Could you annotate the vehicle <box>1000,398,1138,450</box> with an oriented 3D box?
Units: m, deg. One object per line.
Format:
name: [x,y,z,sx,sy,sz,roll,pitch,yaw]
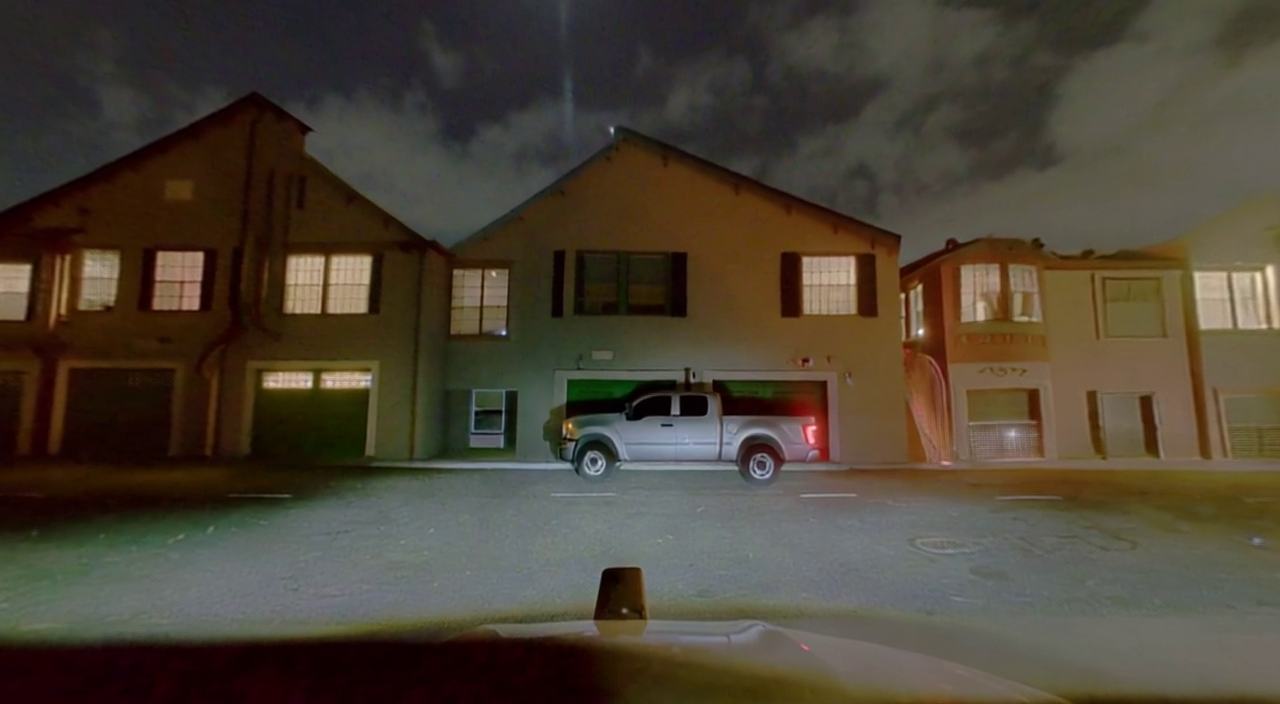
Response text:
vehicle: [15.851,2.711,23.464,3.770,1.496,1.951,5,-9,2]

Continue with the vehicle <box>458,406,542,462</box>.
vehicle: [-4.627,2.705,21.453,1.869,1.460,3.826,-4,-2,1]

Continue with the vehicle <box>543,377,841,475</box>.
vehicle: [0.989,1.542,13.046,5.600,1.835,2.161,0,-8,1]
